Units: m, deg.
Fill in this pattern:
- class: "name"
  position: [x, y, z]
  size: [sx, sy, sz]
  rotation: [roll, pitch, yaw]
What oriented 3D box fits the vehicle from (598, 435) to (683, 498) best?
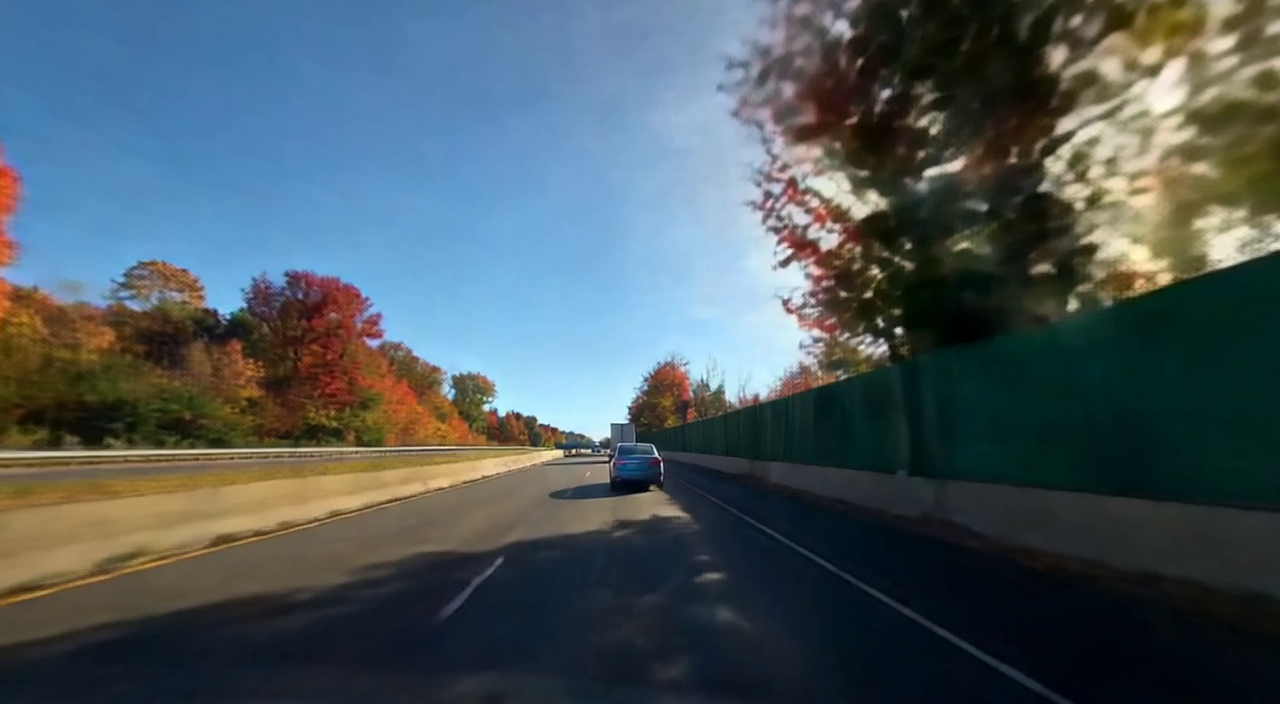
- class: "vehicle"
  position: [-0.065, 3.073, 17.322]
  size: [2.057, 1.516, 4.065]
  rotation: [1, -8, -2]
